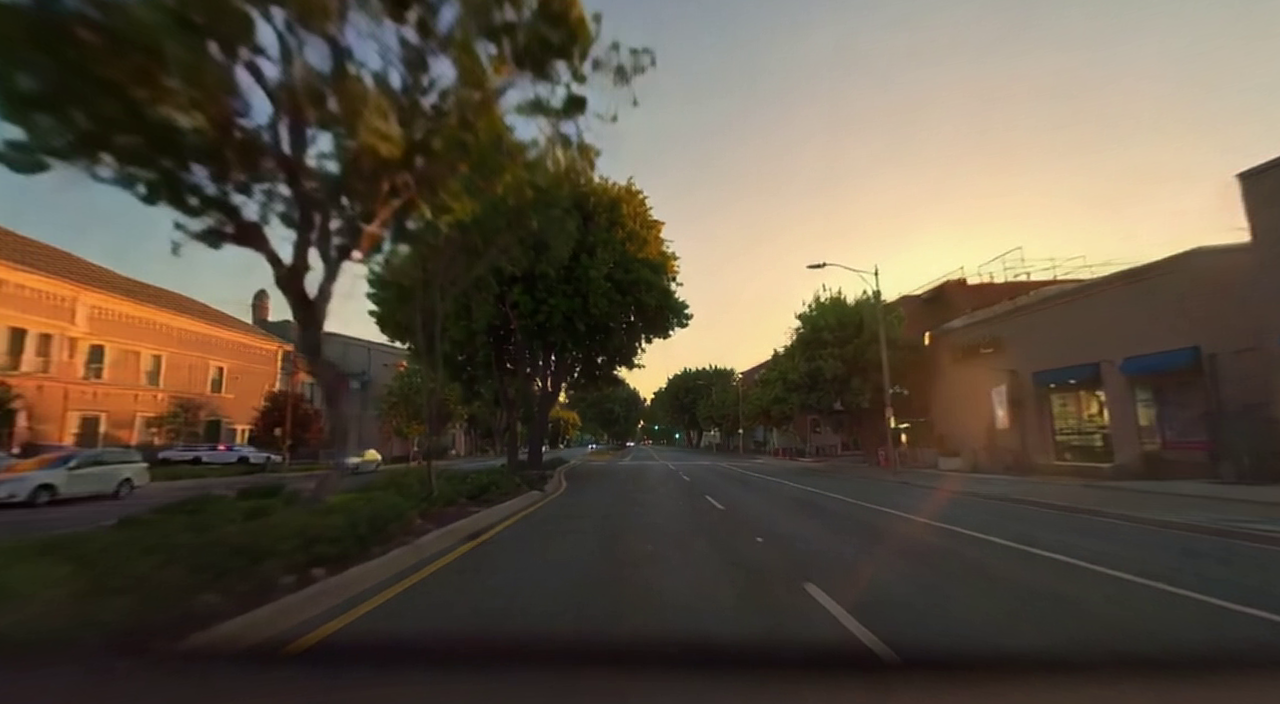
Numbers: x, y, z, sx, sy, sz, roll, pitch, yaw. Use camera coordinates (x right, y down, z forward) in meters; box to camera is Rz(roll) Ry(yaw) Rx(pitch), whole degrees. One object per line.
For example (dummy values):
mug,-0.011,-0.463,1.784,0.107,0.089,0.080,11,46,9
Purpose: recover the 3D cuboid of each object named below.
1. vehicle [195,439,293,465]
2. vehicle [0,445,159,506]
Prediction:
vehicle,-25.890,6.546,41.177,4.946,1.656,2.016,1,-8,-4
vehicle,-18.889,3.871,20.299,2.177,1.656,5.516,0,-8,1
